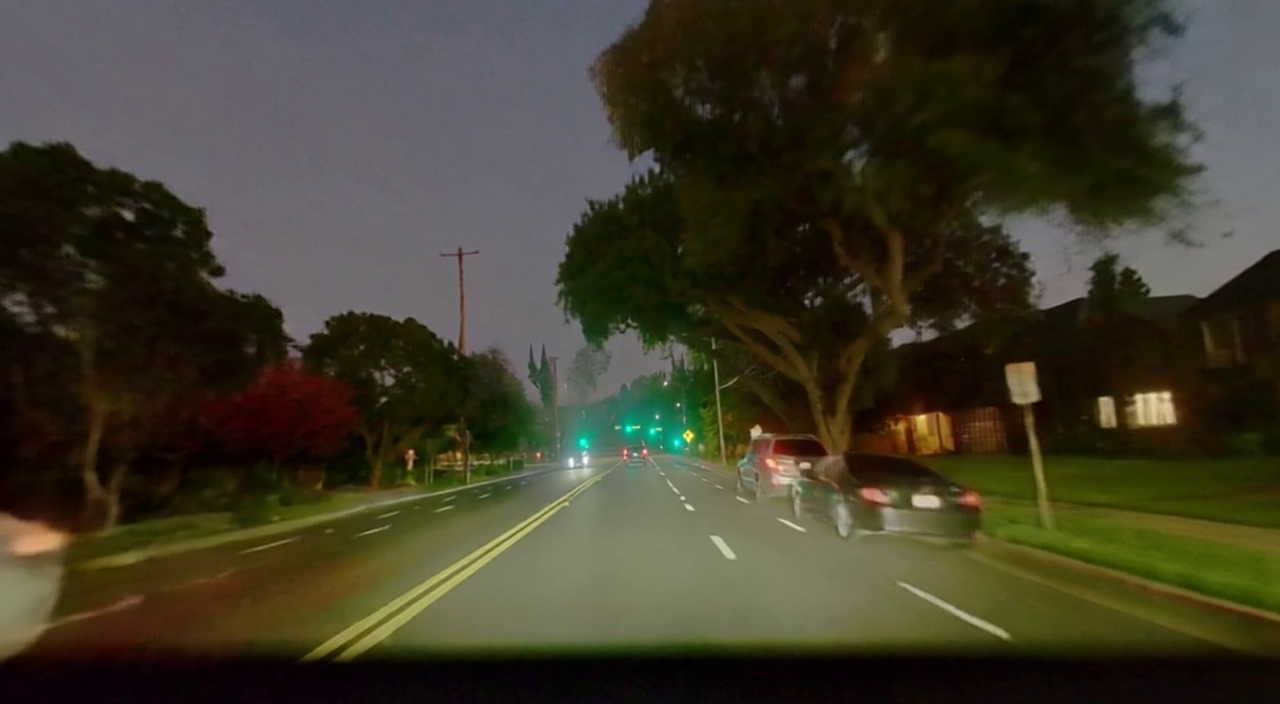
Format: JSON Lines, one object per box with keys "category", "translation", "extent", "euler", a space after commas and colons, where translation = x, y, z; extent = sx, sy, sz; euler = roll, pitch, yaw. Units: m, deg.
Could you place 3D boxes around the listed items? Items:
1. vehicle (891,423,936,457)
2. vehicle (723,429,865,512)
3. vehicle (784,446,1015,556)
{"category": "vehicle", "translation": [17.096, 5.537, 39.683], "extent": [2.068, 1.963, 5.037], "euler": [-3, -9, 19]}
{"category": "vehicle", "translation": [3.717, 2.990, 16.454], "extent": [2.310, 1.784, 4.993], "euler": [0, -9, -2]}
{"category": "vehicle", "translation": [3.933, 2.311, 10.642], "extent": [1.874, 1.415, 4.683], "euler": [0, -9, 0]}
